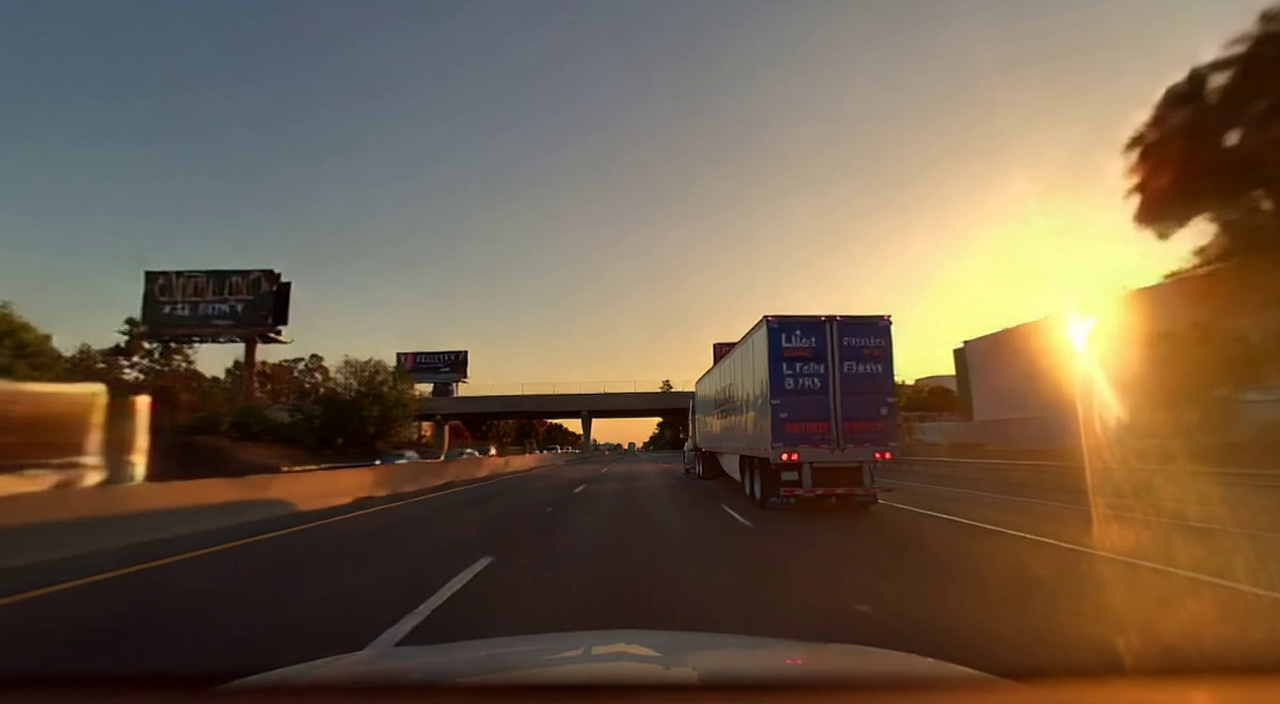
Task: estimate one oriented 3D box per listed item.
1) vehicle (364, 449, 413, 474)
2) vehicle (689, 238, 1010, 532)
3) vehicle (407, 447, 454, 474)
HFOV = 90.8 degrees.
[{"bbox_3d":[-14.852,6.460,37.499,1.559,1.345,3.270,0,-9,0],"label":"vehicle"},{"bbox_3d":[3.706,1.691,17.893,2.891,4.387,17.121,0,-9,-1],"label":"vehicle"},{"bbox_3d":[-11.085,5.728,33.570,1.423,1.311,3.159,0,-9,0],"label":"vehicle"}]
